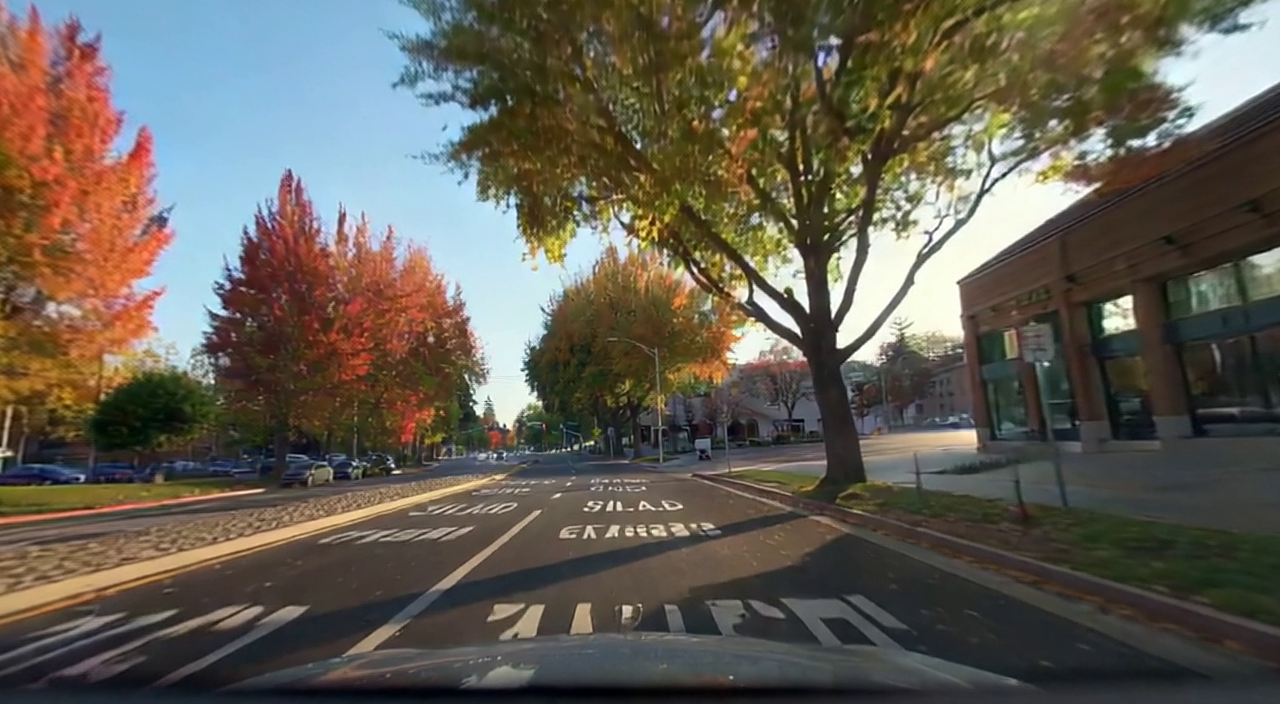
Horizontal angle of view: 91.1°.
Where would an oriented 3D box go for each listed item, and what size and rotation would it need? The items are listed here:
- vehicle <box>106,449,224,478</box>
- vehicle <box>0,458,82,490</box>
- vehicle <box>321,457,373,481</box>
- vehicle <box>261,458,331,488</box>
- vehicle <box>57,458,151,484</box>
[{"bbox_3d":[-30.979,7.259,41.095,5.746,1.807,2.140,1,-9,-7],"label":"vehicle"},{"bbox_3d":[-29.961,5.972,30.752,3.510,1.422,1.674,0,-8,-4],"label":"vehicle"},{"bbox_3d":[-21.121,8.430,45.407,1.887,1.490,4.432,1,-9,-5],"label":"vehicle"},{"bbox_3d":[-20.069,7.028,36.815,1.956,1.550,4.375,1,-9,-5],"label":"vehicle"},{"bbox_3d":[-30.539,6.777,35.843,3.598,1.407,1.740,1,-9,-5],"label":"vehicle"}]
